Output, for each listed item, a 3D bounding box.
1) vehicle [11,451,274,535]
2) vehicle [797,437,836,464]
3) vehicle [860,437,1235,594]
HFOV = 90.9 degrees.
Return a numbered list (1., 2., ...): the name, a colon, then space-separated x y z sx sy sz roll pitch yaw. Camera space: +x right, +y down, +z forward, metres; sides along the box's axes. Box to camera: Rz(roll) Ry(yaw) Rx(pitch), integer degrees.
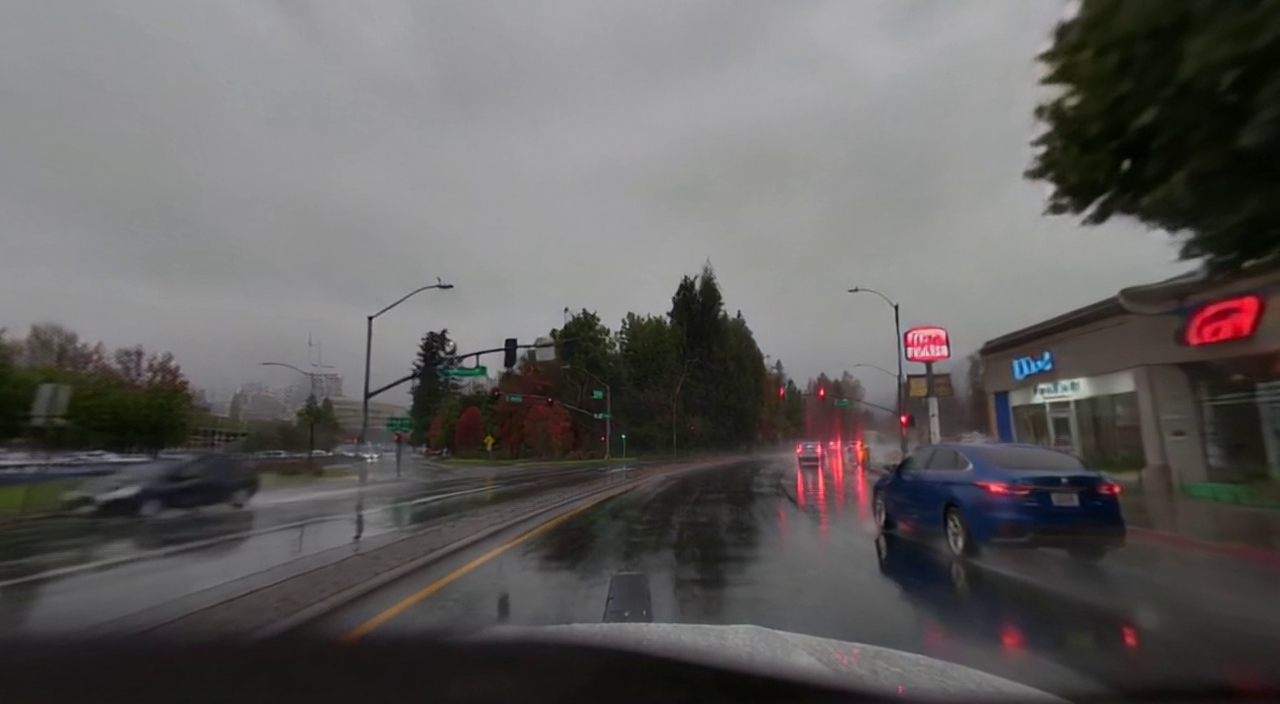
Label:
1. vehicle: -10.687 2.998 14.109 2.022 1.498 4.400 -1 -8 6
2. vehicle: 12.339 6.828 43.847 2.311 1.715 4.287 -3 -9 18
3. vehicle: 4.632 1.875 8.222 1.938 1.466 4.434 0 -8 0
